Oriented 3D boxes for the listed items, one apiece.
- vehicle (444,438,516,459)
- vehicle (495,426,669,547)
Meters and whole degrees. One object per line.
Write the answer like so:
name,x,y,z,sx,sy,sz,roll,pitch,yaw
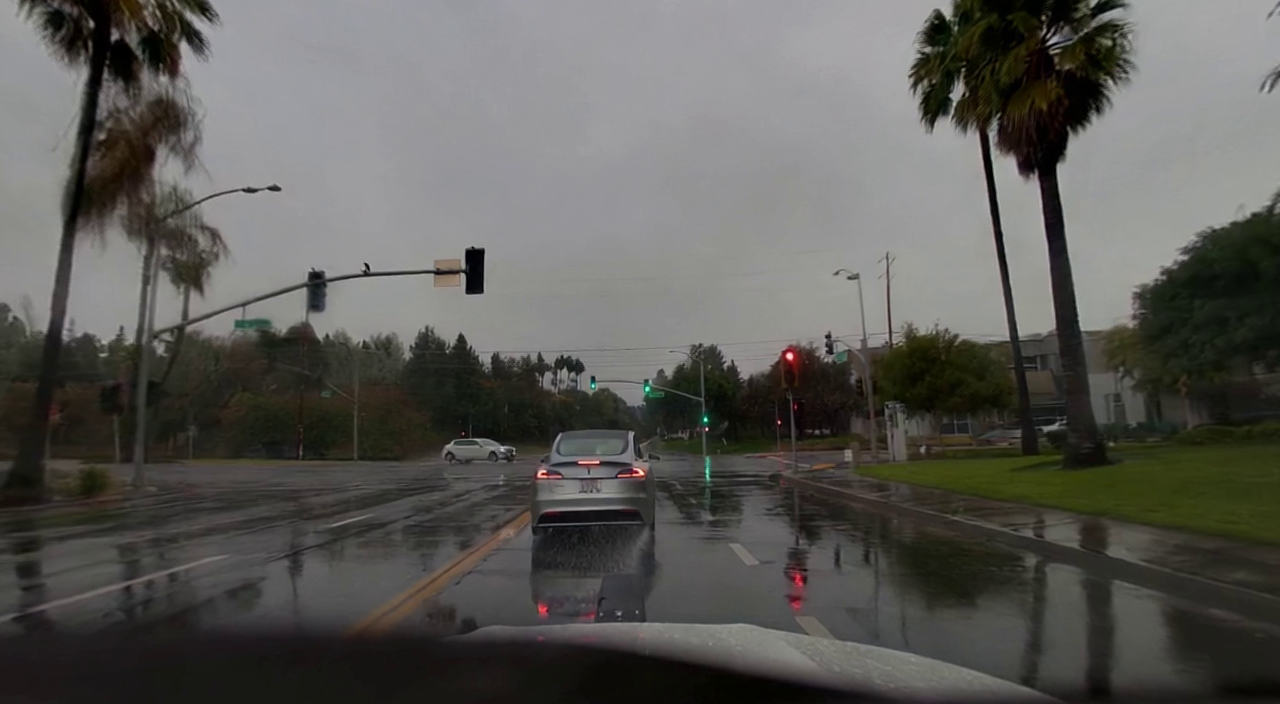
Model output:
vehicle,-11.469,6.929,45.506,4.541,1.458,1.964,7,-11,-41
vehicle,-0.724,1.989,10.029,2.152,1.478,4.229,0,-8,0
